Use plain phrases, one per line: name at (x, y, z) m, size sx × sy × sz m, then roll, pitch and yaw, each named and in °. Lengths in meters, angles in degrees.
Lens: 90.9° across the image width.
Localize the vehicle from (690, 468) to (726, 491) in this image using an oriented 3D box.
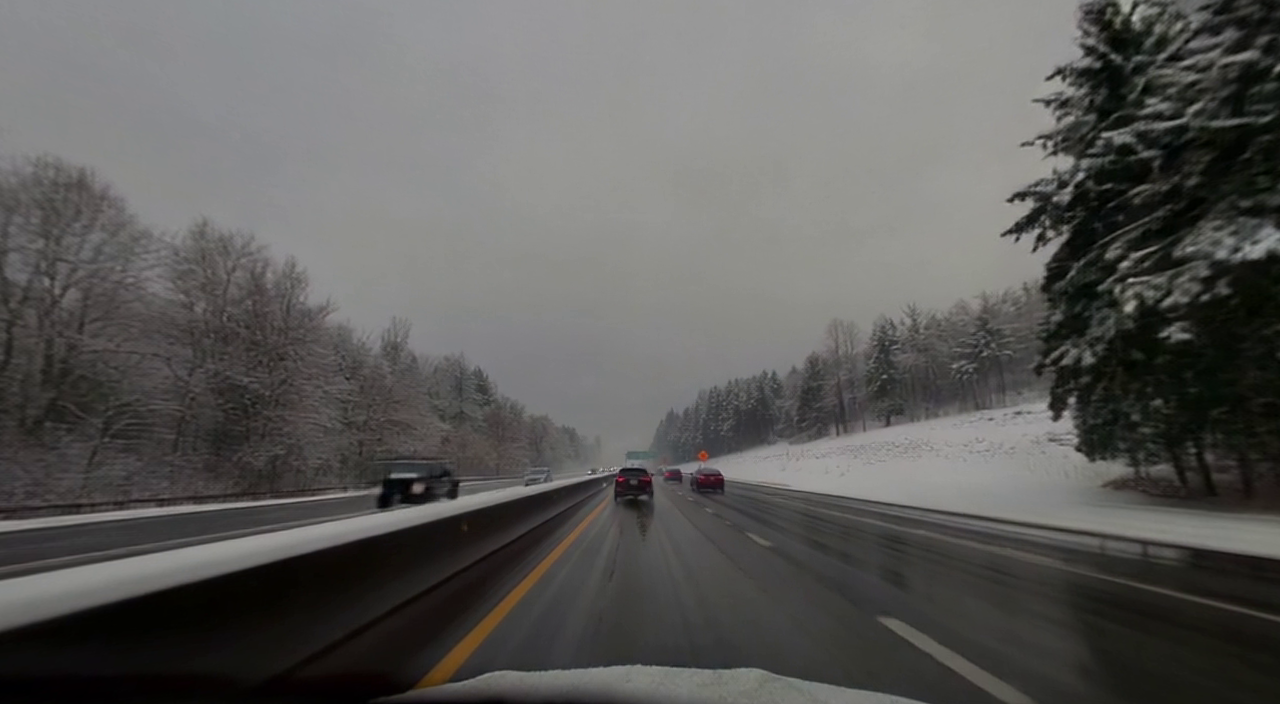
vehicle at (4.626, 8.719, 43.173) m, size 1.974 × 1.476 × 4.119 m, roll 1°, pitch -10°, yaw 0°

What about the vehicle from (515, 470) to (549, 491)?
vehicle at (-7.971, 9.492, 46.653) m, size 1.780 × 1.447 × 3.670 m, roll 0°, pitch -10°, yaw 1°

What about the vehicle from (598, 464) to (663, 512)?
vehicle at (-0.314, 4.649, 21.855) m, size 2.060 × 1.473 × 3.726 m, roll 1°, pitch -10°, yaw -1°

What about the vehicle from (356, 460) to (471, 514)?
vehicle at (-7.544, 4.553, 21.574) m, size 2.156 × 1.596 × 4.559 m, roll 1°, pitch -10°, yaw 0°
